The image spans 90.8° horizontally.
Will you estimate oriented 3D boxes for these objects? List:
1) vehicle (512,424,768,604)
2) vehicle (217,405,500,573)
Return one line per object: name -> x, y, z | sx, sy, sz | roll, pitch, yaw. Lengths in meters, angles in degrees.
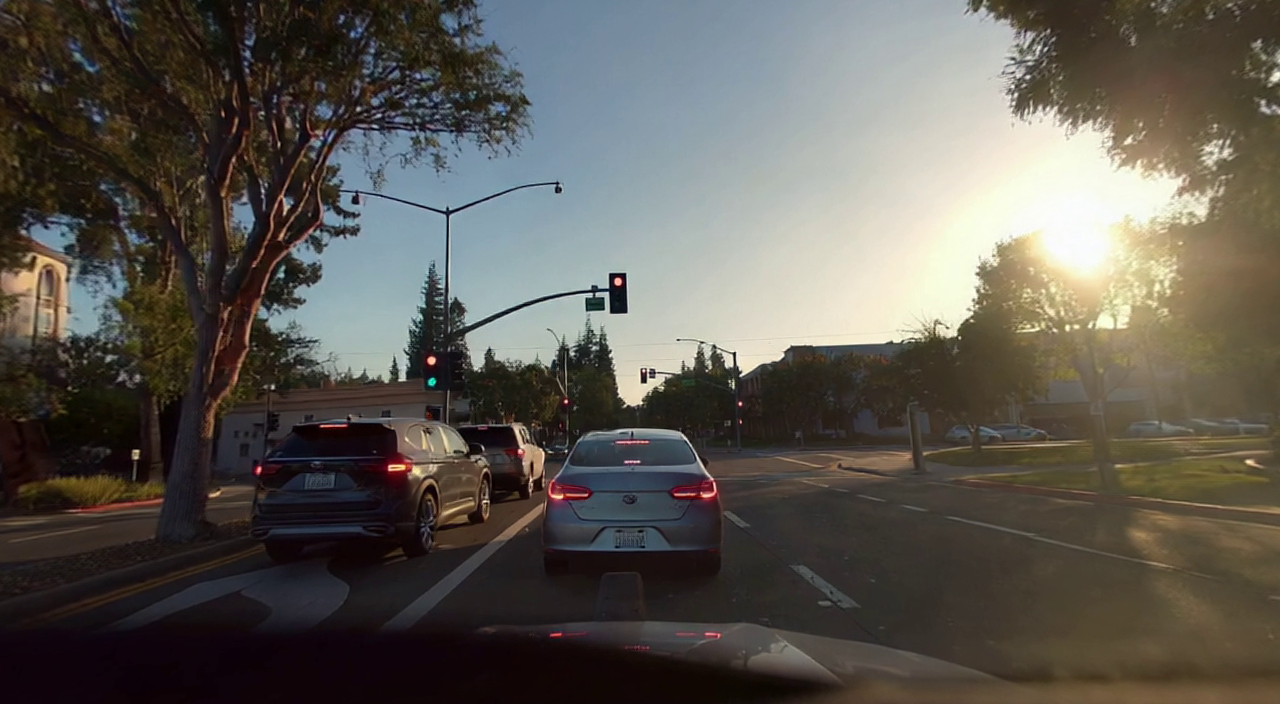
vehicle -> -0.054, 1.644, 7.312 | 2.126, 1.475, 3.967 | 0, -8, -2
vehicle -> -3.426, 1.750, 8.815 | 2.046, 1.751, 4.208 | 0, -8, -1
